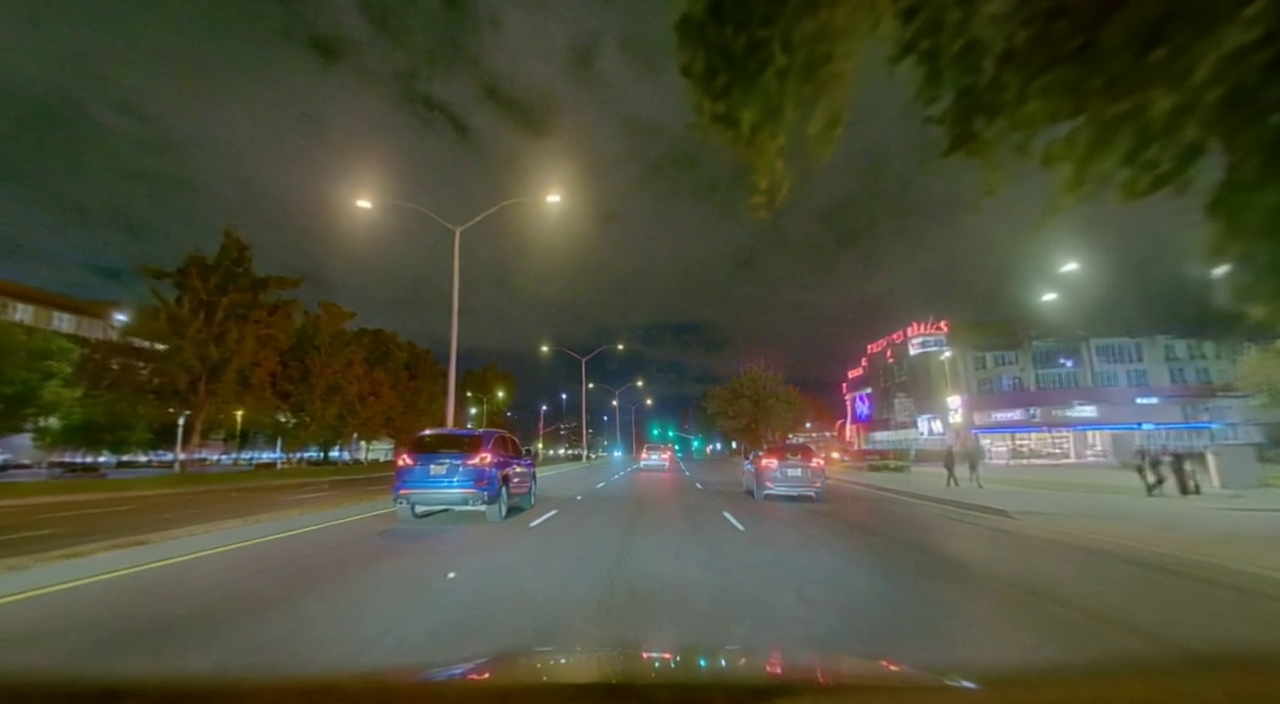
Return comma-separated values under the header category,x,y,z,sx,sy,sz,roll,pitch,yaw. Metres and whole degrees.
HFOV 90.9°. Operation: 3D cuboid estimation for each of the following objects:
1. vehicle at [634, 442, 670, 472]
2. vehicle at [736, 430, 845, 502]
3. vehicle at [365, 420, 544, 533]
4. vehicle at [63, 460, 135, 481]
category,x,y,z,sx,sy,sz,roll,pitch,yaw
vehicle,0.741,6.350,38.269,2.067,1.702,3.987,0,-8,2
vehicle,4.093,3.165,17.946,2.083,1.779,4.347,0,-8,1
vehicle,-3.358,2.343,12.511,2.047,1.810,4.414,0,-8,2
vehicle,-42.338,9.282,49.366,3.983,1.567,1.860,0,-8,2
